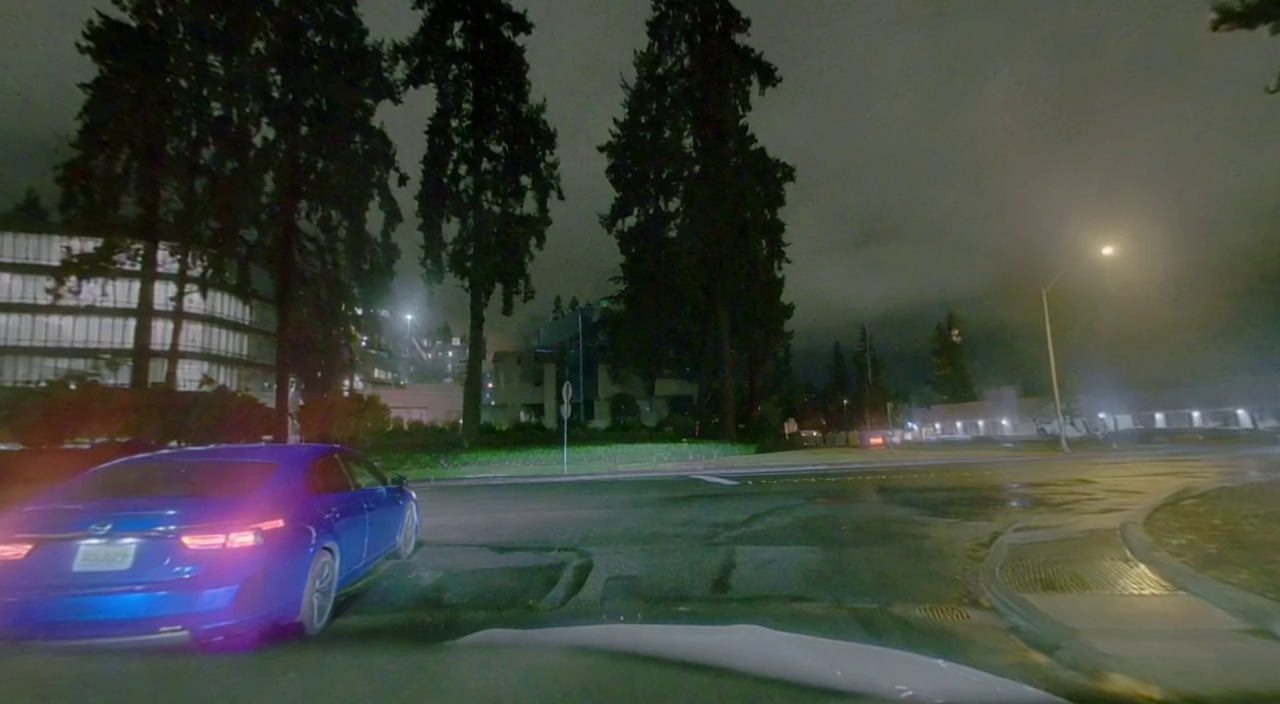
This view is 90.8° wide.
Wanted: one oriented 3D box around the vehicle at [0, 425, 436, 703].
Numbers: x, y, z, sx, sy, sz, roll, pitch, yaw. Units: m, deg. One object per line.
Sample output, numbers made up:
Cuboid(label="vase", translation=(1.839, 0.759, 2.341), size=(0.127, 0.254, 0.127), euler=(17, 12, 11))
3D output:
Cuboid(label="vehicle", translation=(-3.145, 1.384, 5.080), size=(2.069, 1.413, 5.006), euler=(1, -9, -9))
